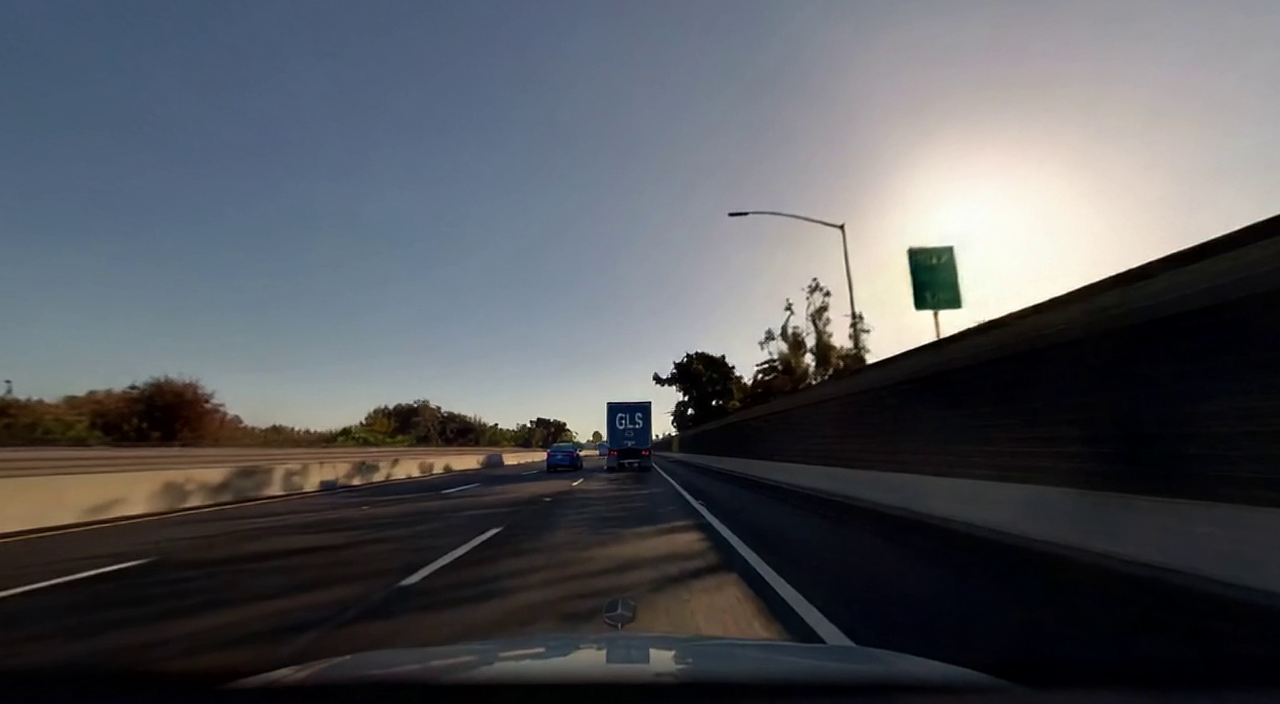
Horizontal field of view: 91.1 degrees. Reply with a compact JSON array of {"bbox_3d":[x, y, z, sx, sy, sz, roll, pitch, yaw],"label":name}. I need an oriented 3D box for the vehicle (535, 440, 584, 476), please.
[{"bbox_3d":[-4.722,6.311,37.660,2.226,1.935,5.130,0,-9,0],"label":"vehicle"}]

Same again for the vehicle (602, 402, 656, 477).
[{"bbox_3d":[-0.670,5.475,38.947,2.923,4.007,9.760,0,-9,-1],"label":"vehicle"}]
